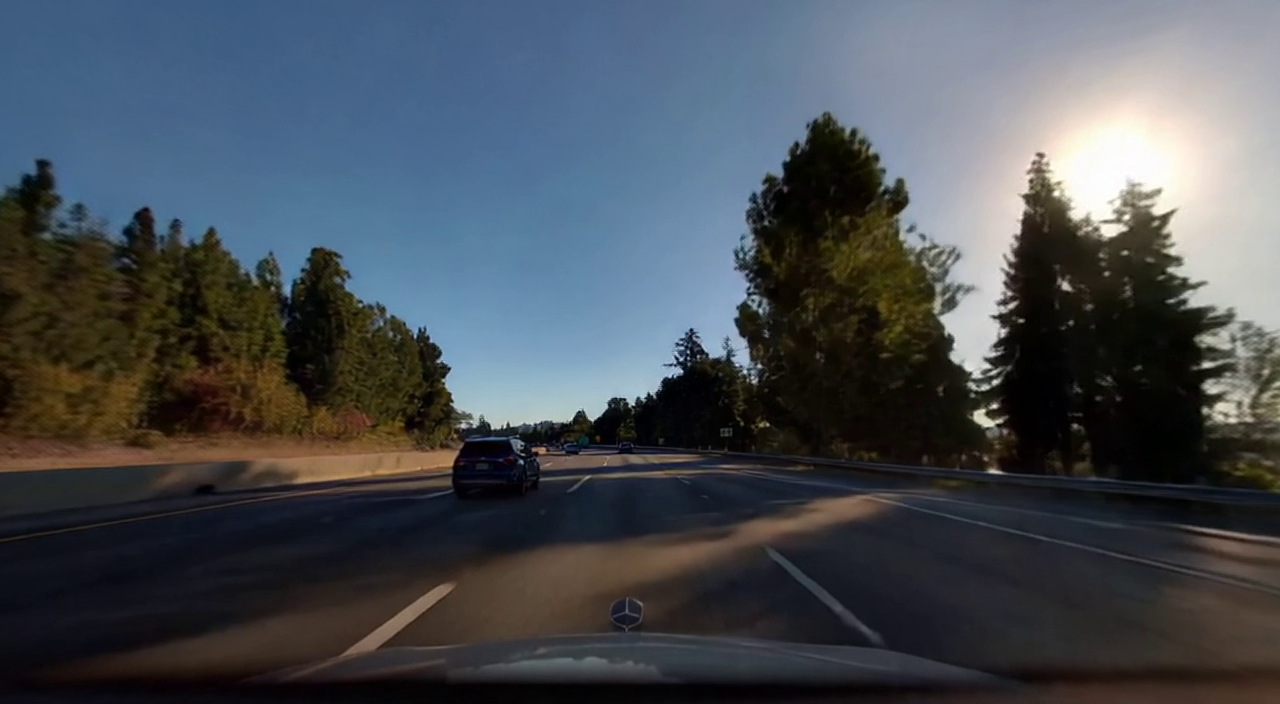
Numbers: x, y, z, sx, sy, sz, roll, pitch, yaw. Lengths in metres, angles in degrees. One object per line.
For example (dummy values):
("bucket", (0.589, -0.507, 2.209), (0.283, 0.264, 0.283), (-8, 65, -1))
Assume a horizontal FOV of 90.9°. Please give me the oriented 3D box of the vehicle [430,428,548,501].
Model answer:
("vehicle", (-3.963, 3.031, 17.451), (2.162, 1.724, 4.537), (0, -8, 0))
